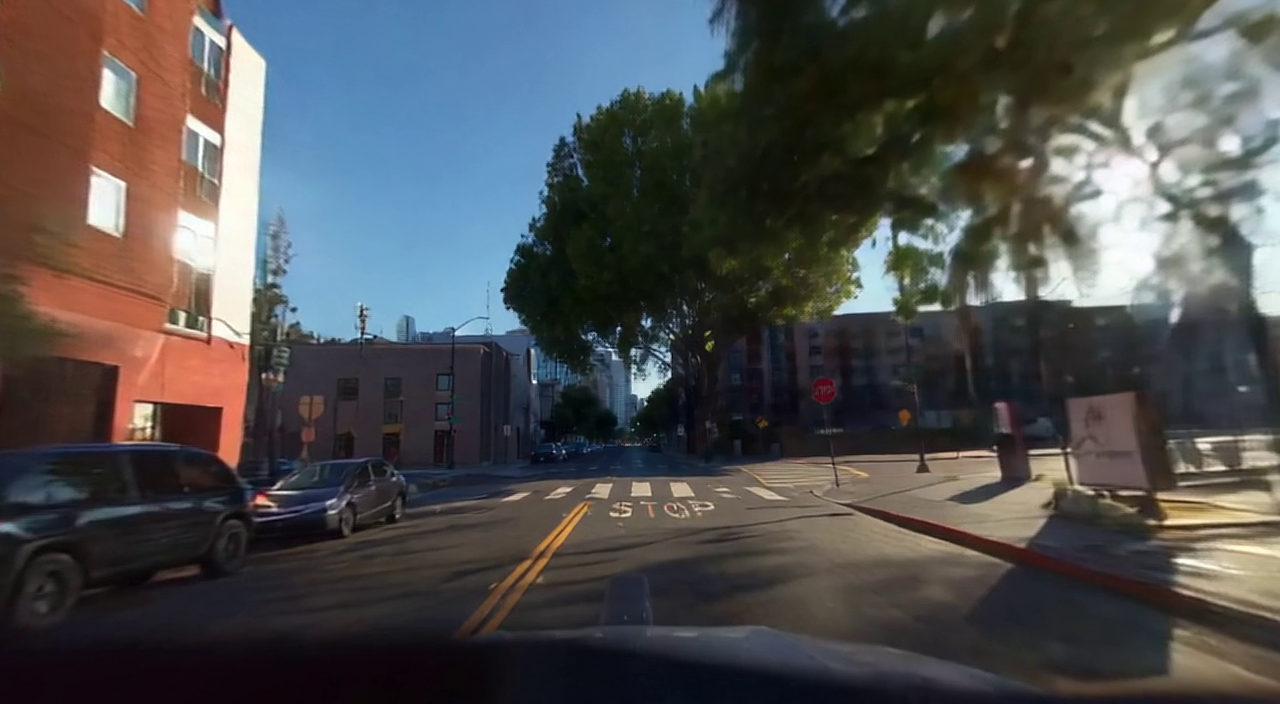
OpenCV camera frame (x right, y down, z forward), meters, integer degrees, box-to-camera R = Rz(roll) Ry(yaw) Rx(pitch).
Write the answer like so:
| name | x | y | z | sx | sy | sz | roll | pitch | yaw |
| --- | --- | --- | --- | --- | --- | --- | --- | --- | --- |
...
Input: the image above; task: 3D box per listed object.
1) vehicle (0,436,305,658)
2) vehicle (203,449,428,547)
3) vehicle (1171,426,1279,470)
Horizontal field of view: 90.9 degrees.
| name | x | y | z | sx | sy | sz | roll | pitch | yaw |
| --- | --- | --- | --- | --- | --- | --- | --- | --- | --- |
| vehicle | -5.715 | 1.737 | 6.602 | 1.901 | 1.631 | 4.570 | 0 | -8 | 0 |
| vehicle | -5.770 | 2.596 | 12.004 | 1.874 | 1.460 | 4.495 | 0 | -8 | 0 |
| vehicle | 22.080 | 3.431 | 22.573 | 4.347 | 1.476 | 1.926 | 0 | -9 | -1 |
